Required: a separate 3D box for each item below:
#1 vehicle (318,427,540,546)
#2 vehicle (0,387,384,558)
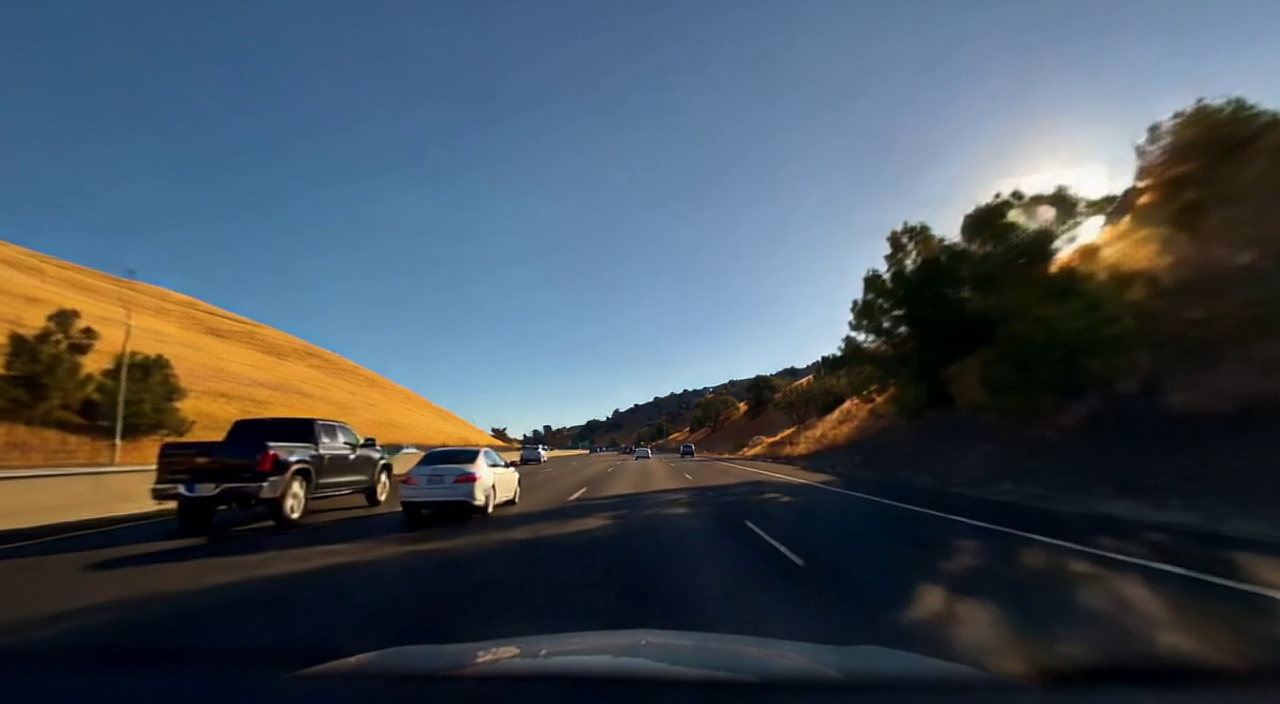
[{"bbox_3d":[-3.162,2.121,10.672,2.091,1.552,4.516,0,-8,2],"label":"vehicle"},{"bbox_3d":[-7.080,1.927,10.864,2.589,2.063,6.206,0,-8,1],"label":"vehicle"}]
